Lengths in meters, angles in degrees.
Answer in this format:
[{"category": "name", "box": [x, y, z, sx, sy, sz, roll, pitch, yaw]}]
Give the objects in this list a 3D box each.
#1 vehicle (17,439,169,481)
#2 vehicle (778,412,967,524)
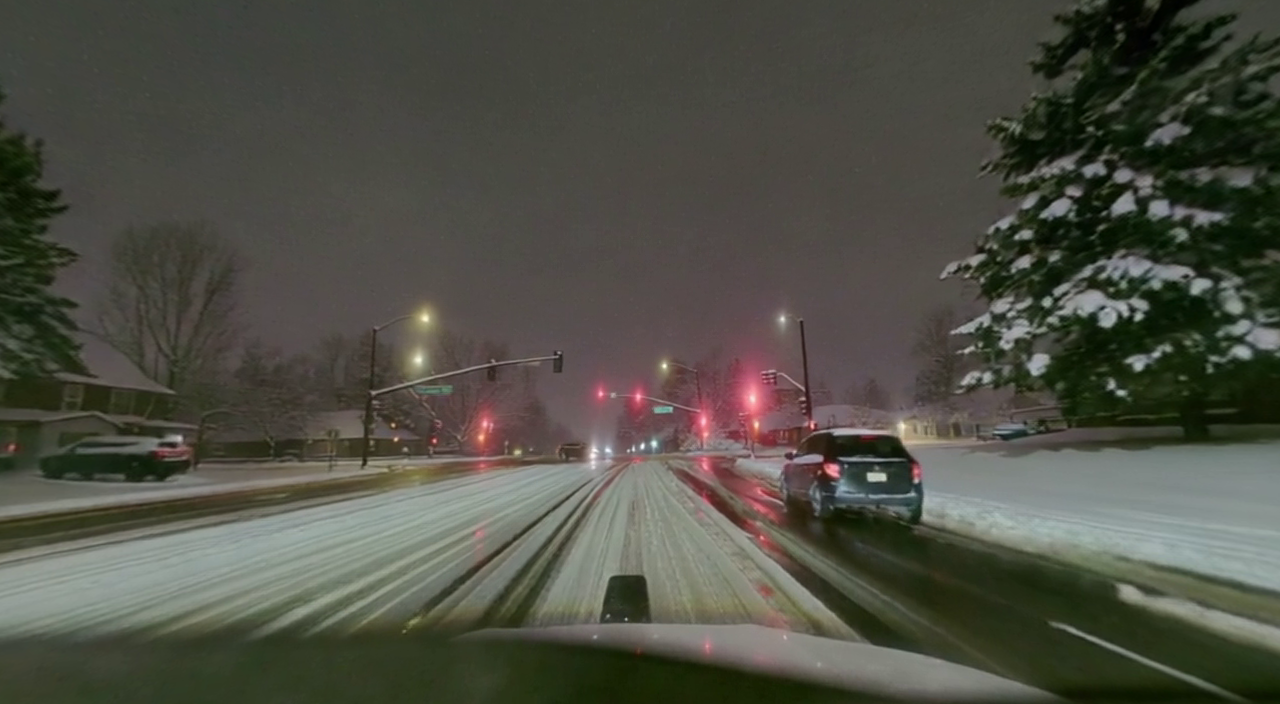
[{"category": "vehicle", "box": [-22.664, 4.479, 26.258, 4.334, 1.668, 2.069, 0, -9, -1]}, {"category": "vehicle", "box": [4.414, 2.292, 12.940, 2.170, 1.869, 4.594, 0, -9, 1]}]
